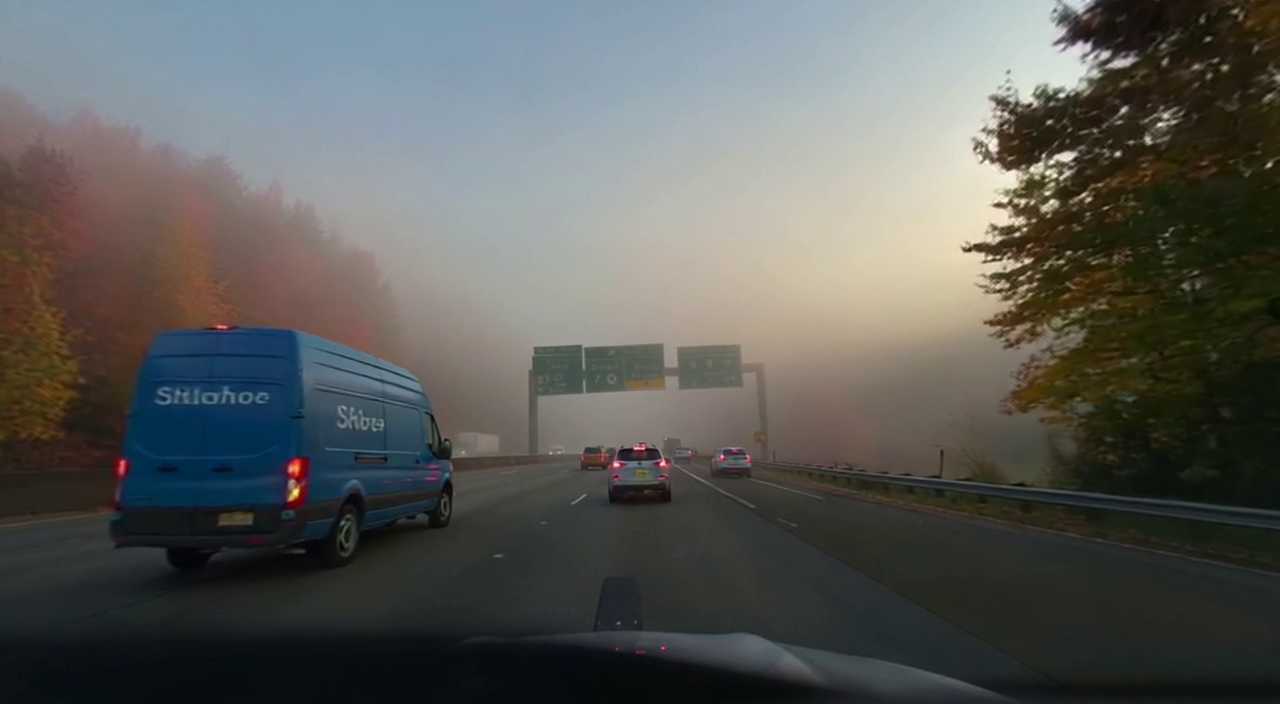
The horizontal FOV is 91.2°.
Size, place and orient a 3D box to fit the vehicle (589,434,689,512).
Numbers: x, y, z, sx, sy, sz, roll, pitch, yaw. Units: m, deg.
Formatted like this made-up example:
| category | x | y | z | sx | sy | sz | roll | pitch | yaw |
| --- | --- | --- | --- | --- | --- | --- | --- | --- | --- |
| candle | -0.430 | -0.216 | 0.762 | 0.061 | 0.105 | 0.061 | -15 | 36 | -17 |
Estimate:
| category | x | y | z | sx | sy | sz | roll | pitch | yaw |
| --- | --- | --- | --- | --- | --- | --- | --- | --- | --- |
| vehicle | -0.010 | 2.995 | 15.947 | 2.195 | 1.679 | 4.070 | 0 | -9 | 0 |

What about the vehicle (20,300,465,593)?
| category | x | y | z | sx | sy | sz | roll | pitch | yaw |
| --- | --- | --- | --- | --- | --- | --- | --- | --- | --- |
| vehicle | -4.427 | 1.274 | 8.699 | 2.275 | 2.692 | 5.810 | 0 | -9 | 0 |

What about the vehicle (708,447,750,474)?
| category | x | y | z | sx | sy | sz | roll | pitch | yaw |
| --- | --- | --- | --- | --- | --- | --- | --- | --- | --- |
| vehicle | 5.251 | 6.428 | 37.385 | 1.962 | 1.503 | 4.432 | 0 | -9 | 2 |

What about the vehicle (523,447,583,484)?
| category | x | y | z | sx | sy | sz | roll | pitch | yaw |
| --- | --- | --- | --- | --- | --- | --- | --- | --- | --- |
| vehicle | -3.764 | 4.993 | 27.819 | 2.015 | 1.496 | 4.312 | 0 | -9 | 0 |
